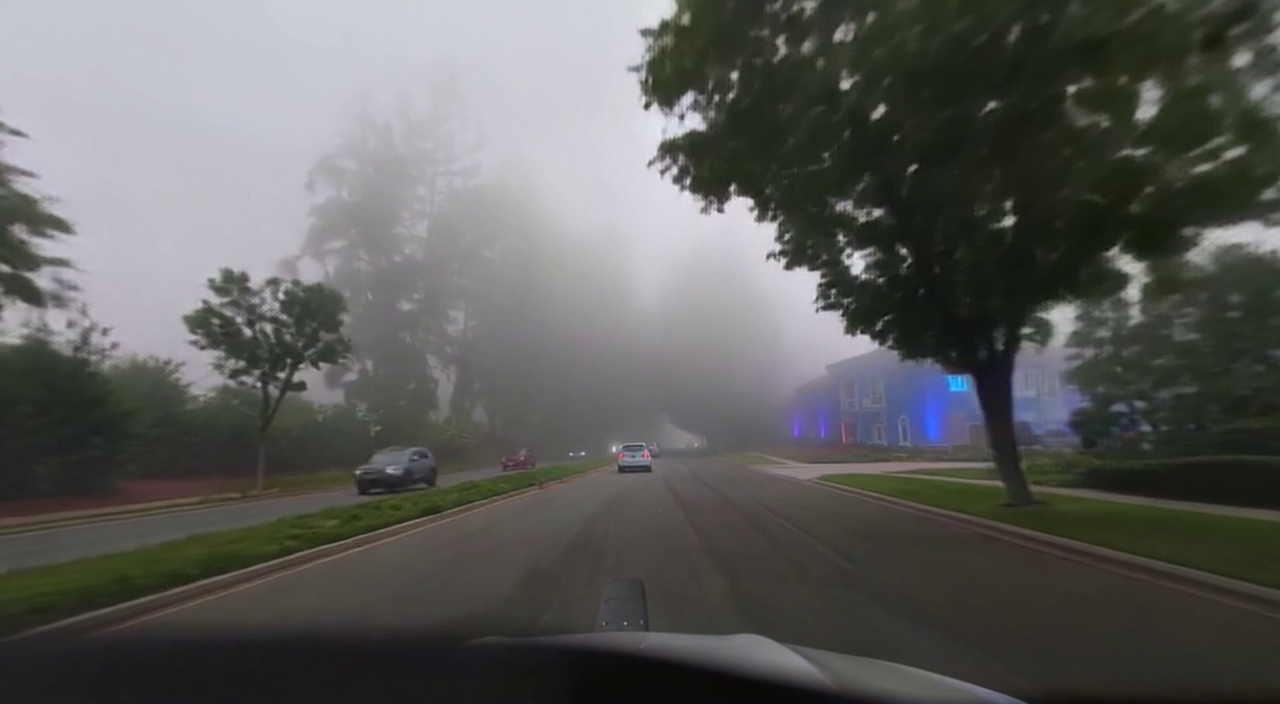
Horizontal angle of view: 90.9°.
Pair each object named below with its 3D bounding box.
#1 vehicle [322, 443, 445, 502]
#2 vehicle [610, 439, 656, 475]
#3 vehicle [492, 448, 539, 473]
[{"bbox_3d":[-8.545,4.023,21.550,2.093,1.772,4.478,0,-8,3],"label":"vehicle"},{"bbox_3d":[-0.253,5.291,32.058,2.129,1.713,4.314,0,-8,2],"label":"vehicle"},{"bbox_3d":[-8.105,7.075,41.437,1.935,1.522,4.348,0,-8,4],"label":"vehicle"}]
